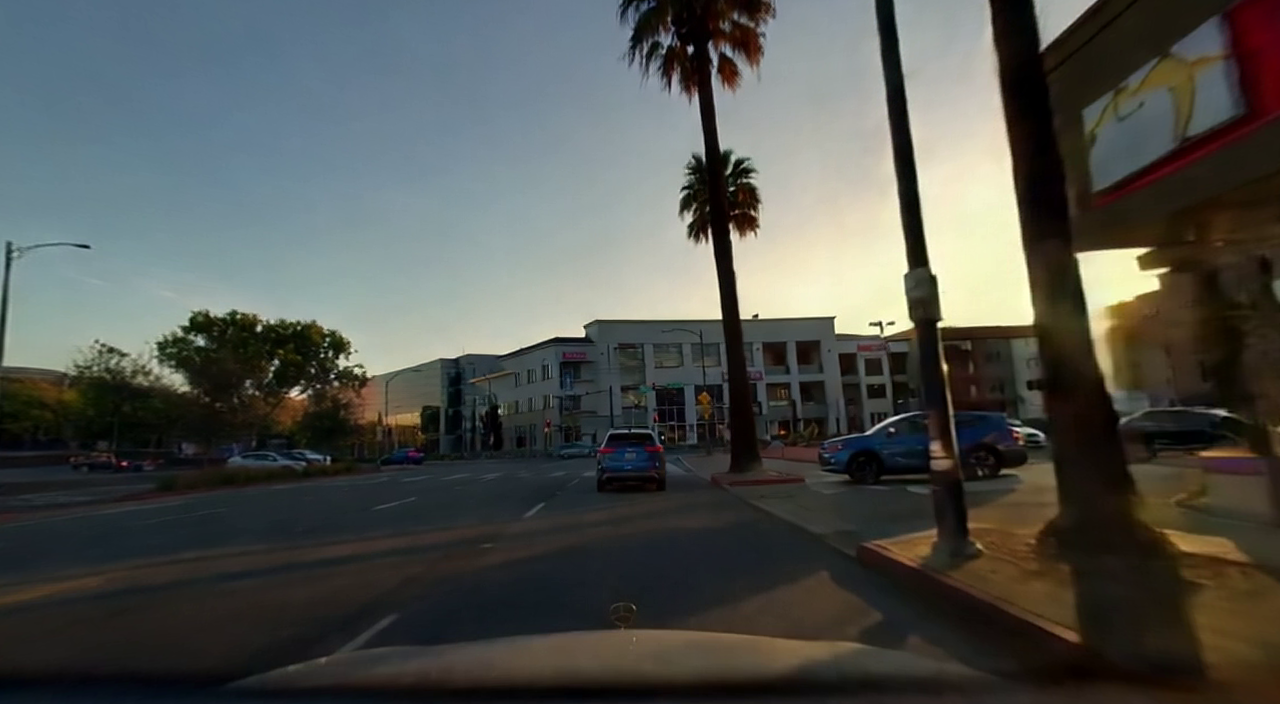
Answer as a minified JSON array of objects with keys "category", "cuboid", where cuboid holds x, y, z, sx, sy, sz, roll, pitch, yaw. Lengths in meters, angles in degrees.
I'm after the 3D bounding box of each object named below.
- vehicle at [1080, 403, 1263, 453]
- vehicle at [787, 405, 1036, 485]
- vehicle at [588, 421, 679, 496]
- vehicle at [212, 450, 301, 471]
[{"category":"vehicle","cuboid":[19.918,2.977,24.136,2.080,1.702,5.430,0,-9,-3]},{"category":"vehicle","cuboid":[6.192,2.197,14.967,4.828,1.733,2.231,0,-9,-1]},{"category":"vehicle","cuboid":[-0.198,2.892,17.458,2.234,1.818,3.869,0,-9,-1]},{"category":"vehicle","cuboid":[-27.104,7.666,44.868,5.154,1.343,1.943,4,-9,-23]}]
